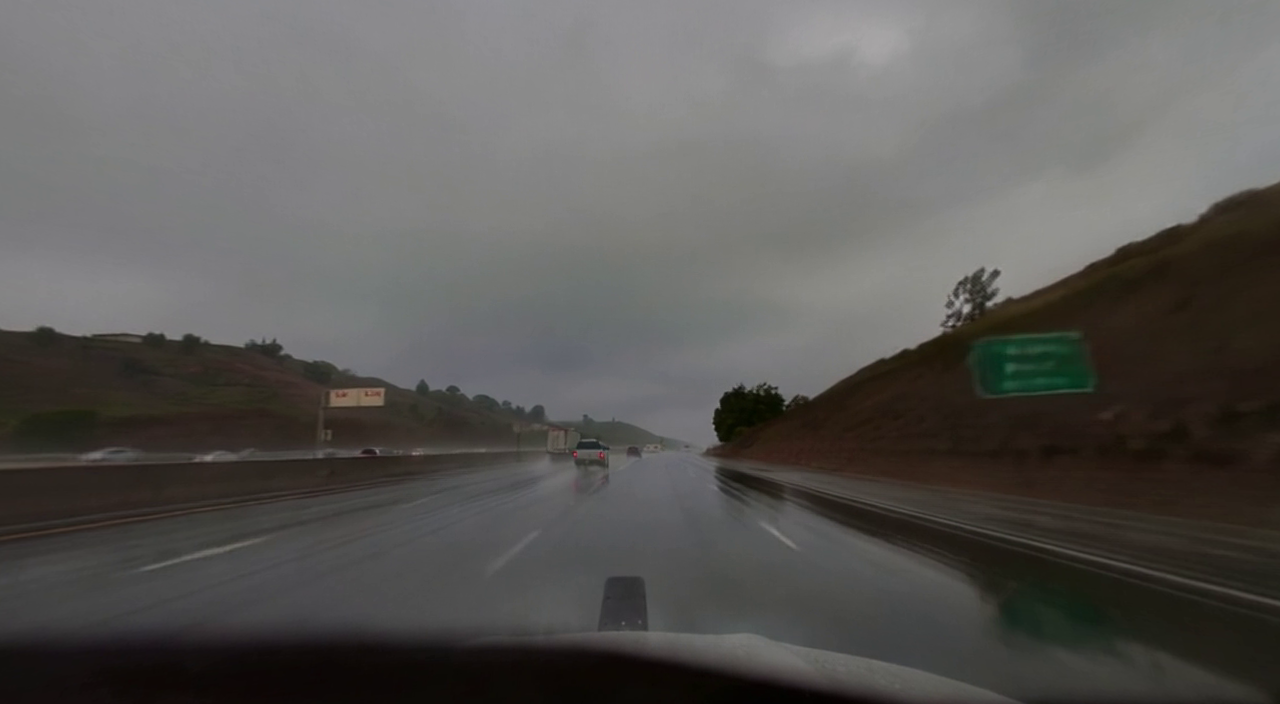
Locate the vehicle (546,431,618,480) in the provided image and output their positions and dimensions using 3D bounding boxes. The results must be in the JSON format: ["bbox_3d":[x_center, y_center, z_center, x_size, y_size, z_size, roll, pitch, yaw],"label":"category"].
[{"bbox_3d":[-2.332,4.388,26.871,2.413,1.896,5.218,0,-8,2],"label":"vehicle"}]
